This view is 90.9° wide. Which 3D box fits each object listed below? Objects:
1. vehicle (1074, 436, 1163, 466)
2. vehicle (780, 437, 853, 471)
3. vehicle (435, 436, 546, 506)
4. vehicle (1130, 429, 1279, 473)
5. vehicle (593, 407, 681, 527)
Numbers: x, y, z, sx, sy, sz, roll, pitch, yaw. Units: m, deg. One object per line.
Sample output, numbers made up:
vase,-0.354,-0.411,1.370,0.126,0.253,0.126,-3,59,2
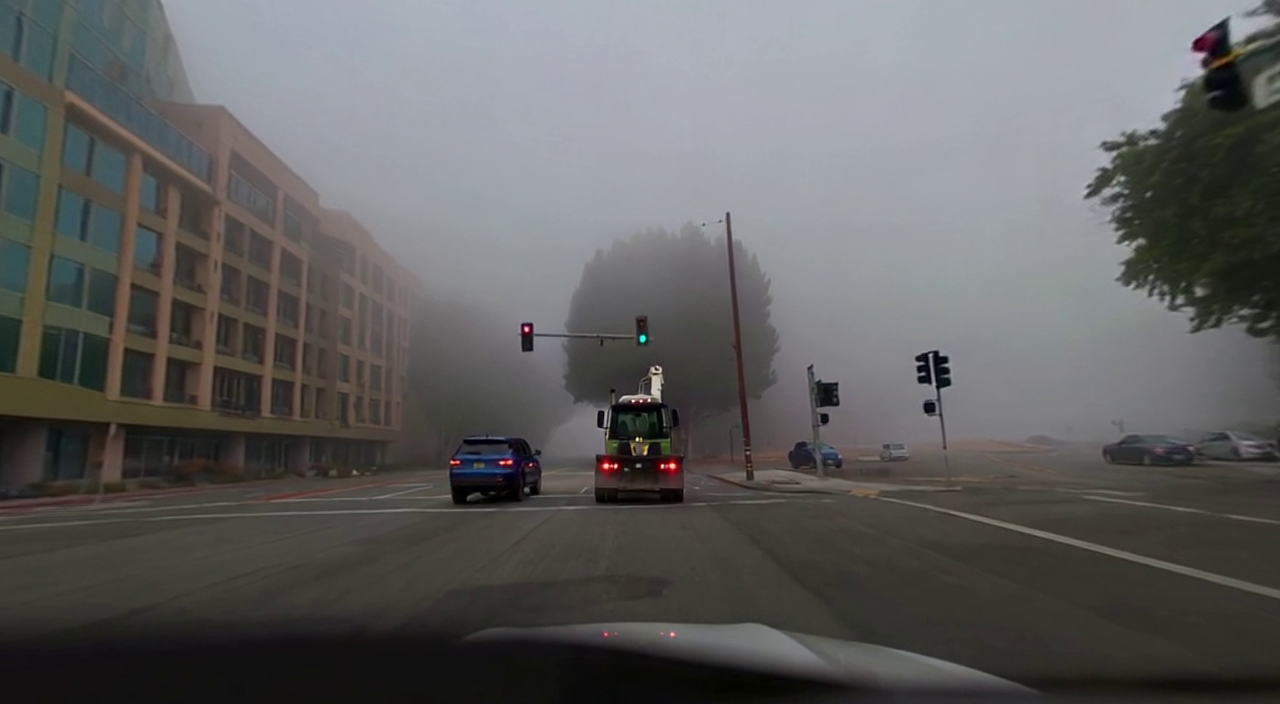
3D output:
vehicle,25.454,5.255,33.574,3.565,1.369,1.647,-1,-9,-12
vehicle,10.131,5.898,36.664,2.186,1.783,4.716,0,-9,-11
vehicle,-3.961,3.222,17.529,2.081,1.688,4.235,0,-9,0
vehicle,20.775,3.657,23.081,1.767,1.440,4.261,1,-10,-10
vehicle,-0.215,4.213,24.075,2.552,3.461,11.044,0,-9,-1
